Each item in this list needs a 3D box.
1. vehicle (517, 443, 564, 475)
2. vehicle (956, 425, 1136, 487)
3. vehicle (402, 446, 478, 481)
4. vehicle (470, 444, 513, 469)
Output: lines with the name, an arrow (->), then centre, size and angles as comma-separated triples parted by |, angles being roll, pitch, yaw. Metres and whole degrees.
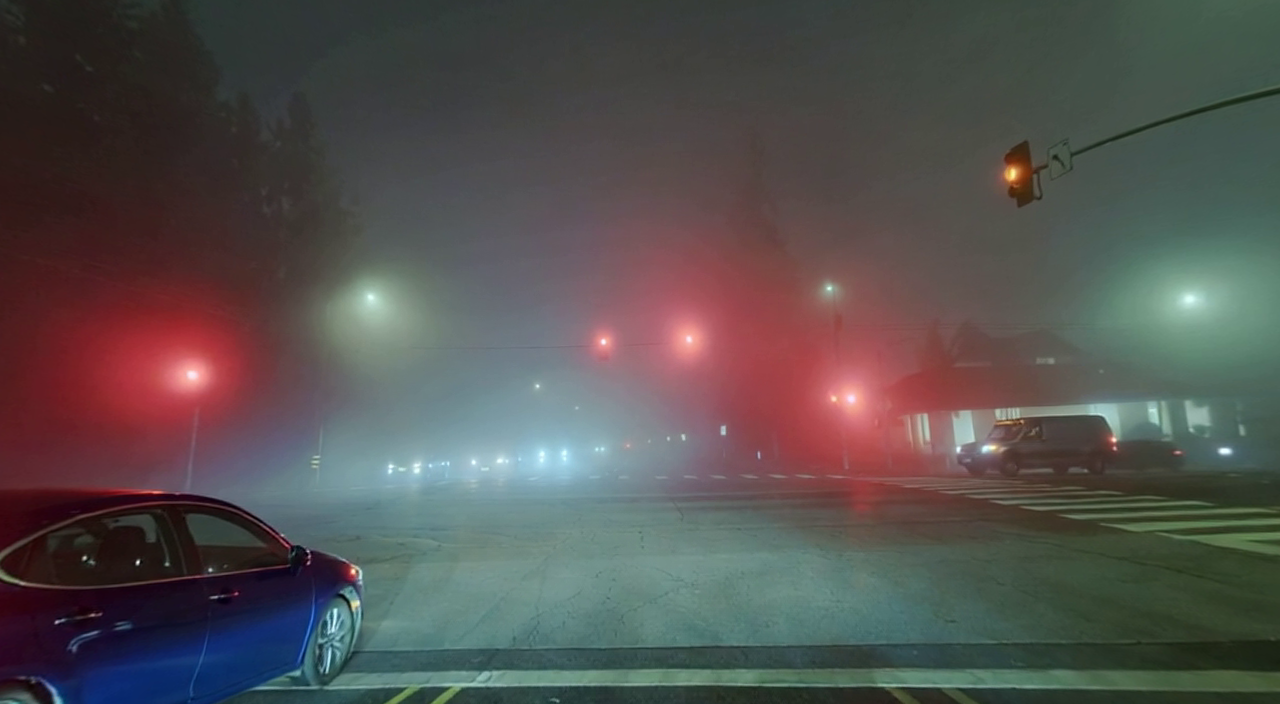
vehicle -> -4.792, 5.190, 30.923 | 1.846, 1.416, 4.228 | 0, -9, -4
vehicle -> 14.856, 3.753, 23.135 | 5.910, 2.046, 2.228 | 3, -9, -19
vehicle -> -9.003, 5.032, 28.873 | 2.024, 1.460, 4.381 | 0, -9, 0
vehicle -> -9.014, 6.373, 38.767 | 1.779, 1.460, 4.463 | 0, -9, -3
